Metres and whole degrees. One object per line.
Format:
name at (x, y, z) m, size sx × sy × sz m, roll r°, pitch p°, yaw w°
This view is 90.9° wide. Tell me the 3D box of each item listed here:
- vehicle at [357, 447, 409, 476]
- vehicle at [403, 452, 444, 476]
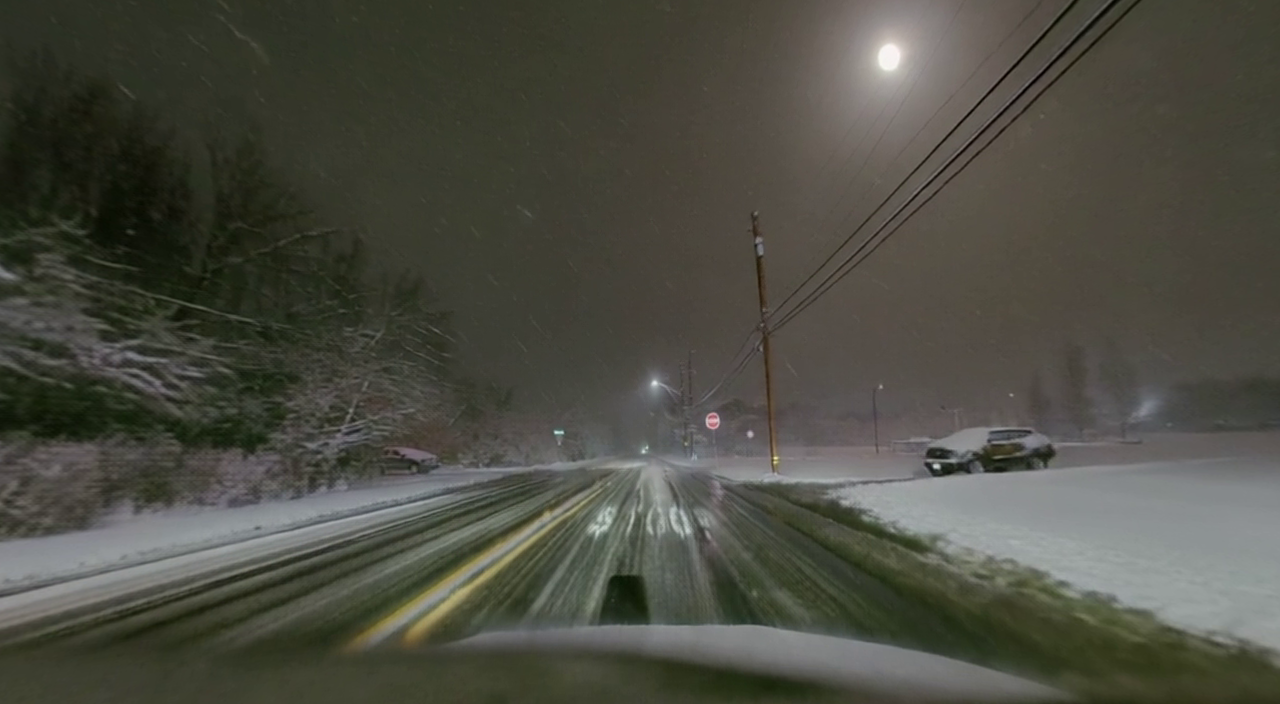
vehicle at (-17.573, 7.536, 43.326) m, size 1.849 × 1.831 × 3.980 m, roll -1°, pitch -11°, yaw 0°
vehicle at (-14.426, 7.471, 42.177) m, size 1.739 × 1.539 × 3.548 m, roll 1°, pitch -9°, yaw -6°
